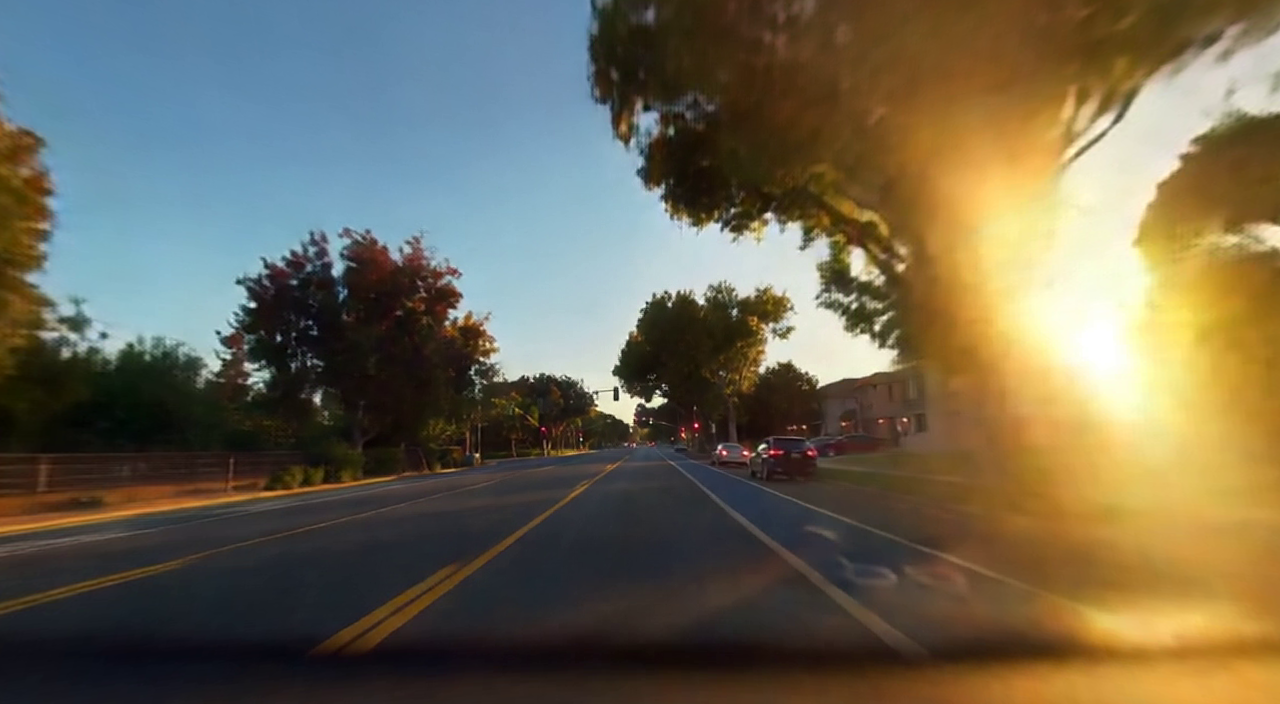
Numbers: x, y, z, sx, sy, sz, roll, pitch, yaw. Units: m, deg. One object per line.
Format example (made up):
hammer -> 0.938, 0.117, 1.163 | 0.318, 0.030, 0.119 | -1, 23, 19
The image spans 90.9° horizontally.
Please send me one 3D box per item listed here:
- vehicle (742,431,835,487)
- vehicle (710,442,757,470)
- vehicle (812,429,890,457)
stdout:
vehicle -> 5.021, 3.683, 22.012 | 2.069, 1.743, 4.595 | 0, -8, -1
vehicle -> 5.265, 5.925, 36.127 | 1.995, 1.472, 4.884 | 0, -8, 0
vehicle -> 13.620, 5.919, 40.908 | 4.283, 1.750, 2.227 | 0, -9, 4
